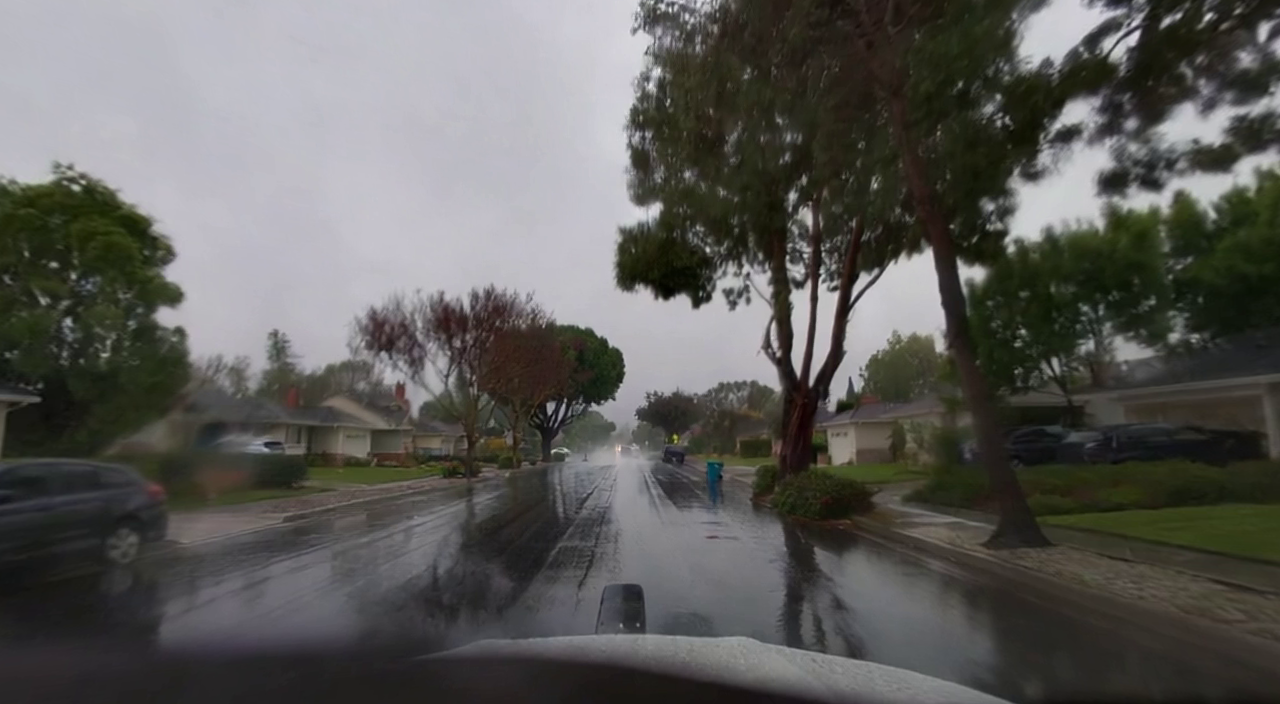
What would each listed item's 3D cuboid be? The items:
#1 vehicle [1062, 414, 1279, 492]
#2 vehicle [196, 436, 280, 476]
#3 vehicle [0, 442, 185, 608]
[{"bbox_3d":[12.676,2.369,14.746,4.499,1.591,1.988,-7,-11,31],"label":"vehicle"},{"bbox_3d":[-17.620,4.558,27.940,1.957,1.602,4.326,3,-9,-16],"label":"vehicle"},{"bbox_3d":[-6.950,1.728,6.257,1.860,1.498,3.969,-3,-7,2],"label":"vehicle"}]
